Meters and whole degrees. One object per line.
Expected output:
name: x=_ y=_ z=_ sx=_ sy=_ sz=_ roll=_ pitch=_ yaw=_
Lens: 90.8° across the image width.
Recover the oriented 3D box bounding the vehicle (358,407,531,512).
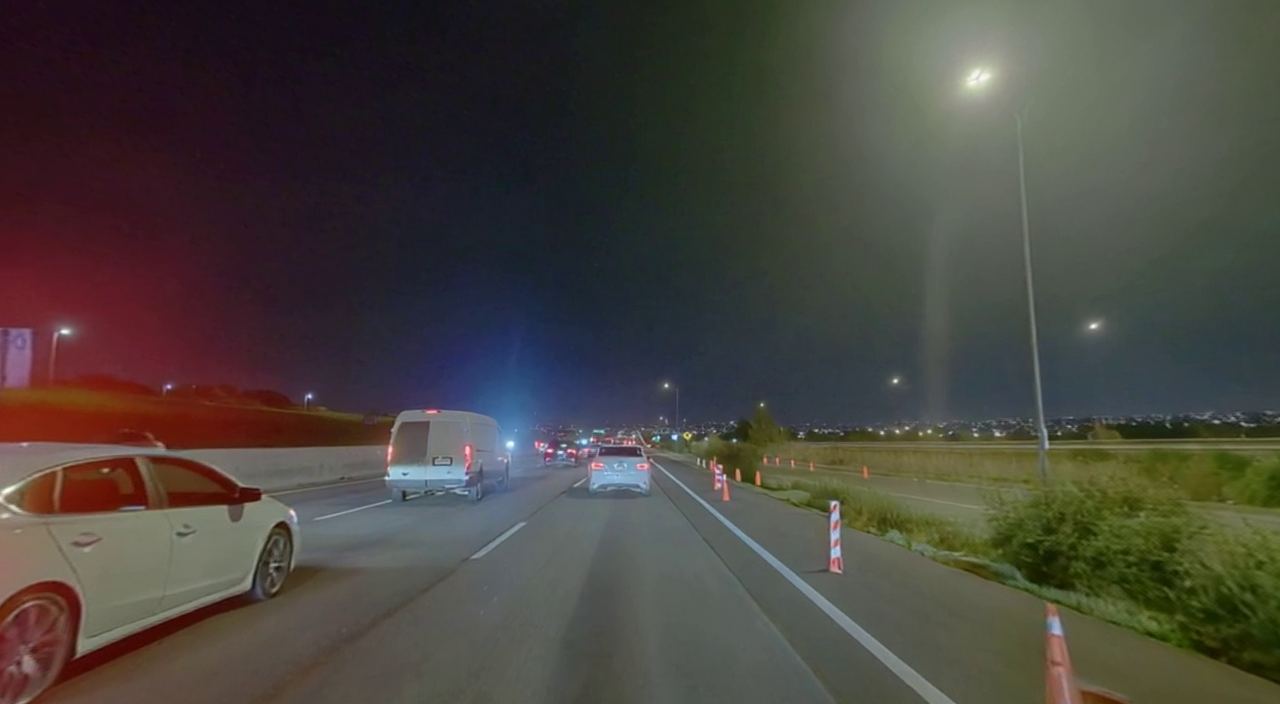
vehicle: x=-4.284 y=2.509 z=15.174 sx=2.324 sy=2.012 sz=5.740 roll=0 pitch=-9 yaw=0

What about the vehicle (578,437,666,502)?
vehicle: x=-0.469 y=3.059 z=16.854 sx=2.069 sy=1.484 sz=3.918 roll=0 pitch=-9 yaw=-1

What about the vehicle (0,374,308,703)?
vehicle: x=-3.940 y=0.966 z=3.240 sx=2.041 sy=1.604 sz=4.384 roll=0 pitch=-9 yaw=1

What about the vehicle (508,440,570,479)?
vehicle: x=-4.023 y=4.361 z=25.892 sx=1.824 sy=1.459 sz=4.007 roll=0 pitch=-9 yaw=1
